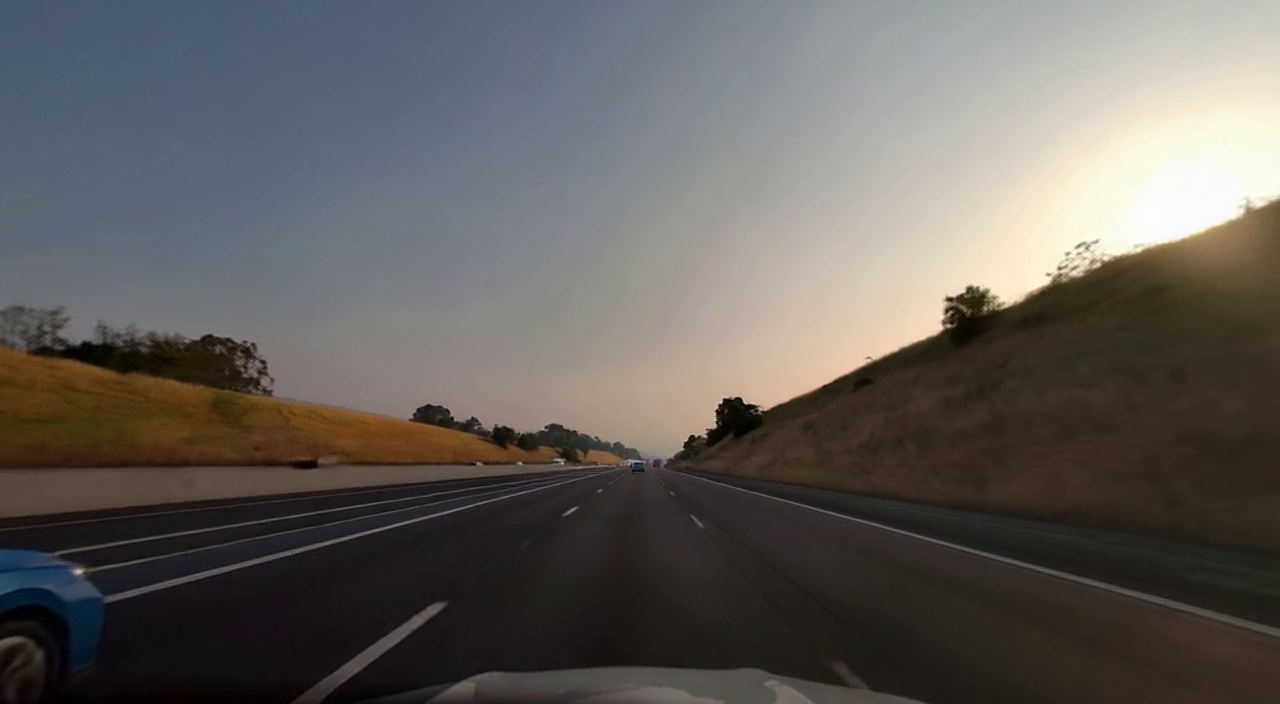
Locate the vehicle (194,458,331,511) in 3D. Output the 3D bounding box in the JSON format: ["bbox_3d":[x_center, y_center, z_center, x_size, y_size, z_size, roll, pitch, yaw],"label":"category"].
[{"bbox_3d":[-11.779,4.155,20.058,1.801,1.457,4.100,1,-10,0],"label":"vehicle"}]

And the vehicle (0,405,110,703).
[{"bbox_3d":[-3.252,0.598,0.363,2.016,1.506,4.387,1,-11,0],"label":"vehicle"}]
